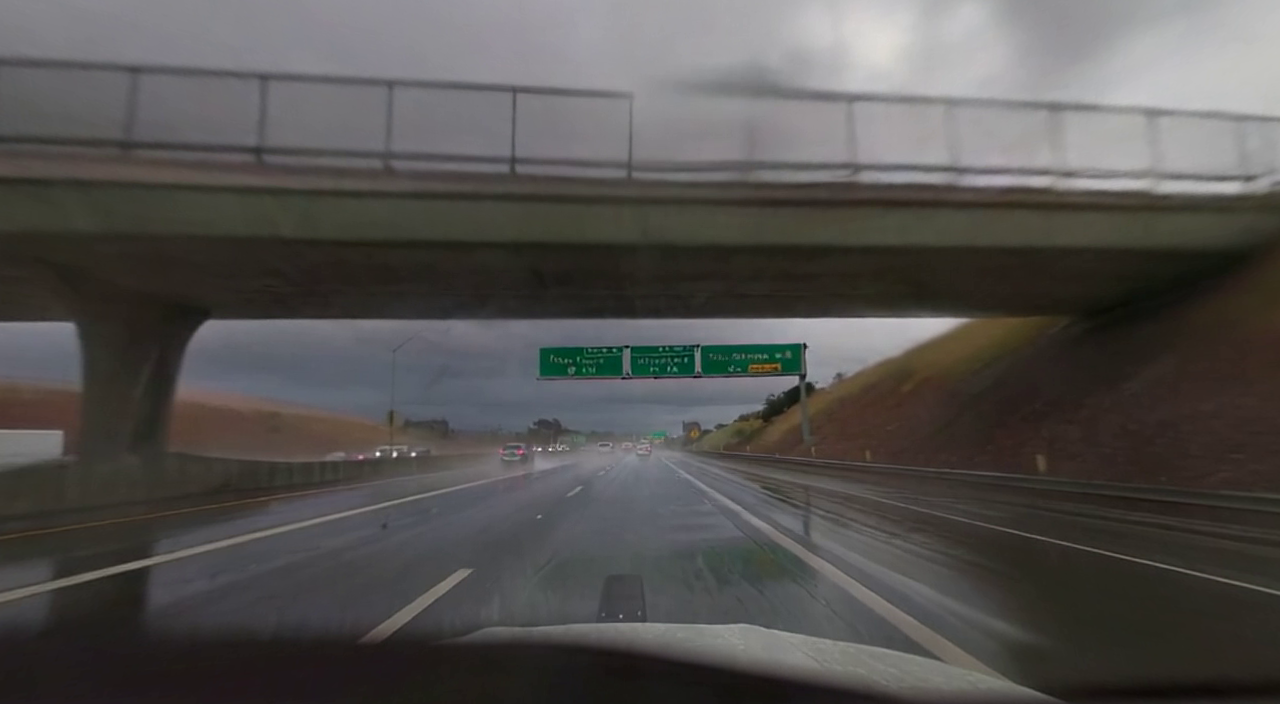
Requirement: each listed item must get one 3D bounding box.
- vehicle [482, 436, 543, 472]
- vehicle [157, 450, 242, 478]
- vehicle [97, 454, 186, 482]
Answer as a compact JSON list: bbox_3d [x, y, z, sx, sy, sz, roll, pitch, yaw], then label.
[{"bbox_3d":[-7.418,5.990,37.233,2.341,1.959,5.684,0,-9,1],"label":"vehicle"},{"bbox_3d":[-27.374,6.949,39.324,1.929,1.631,4.603,0,-9,1],"label":"vehicle"},{"bbox_3d":[-30.934,7.184,39.248,1.903,1.531,4.456,0,-9,0],"label":"vehicle"}]
